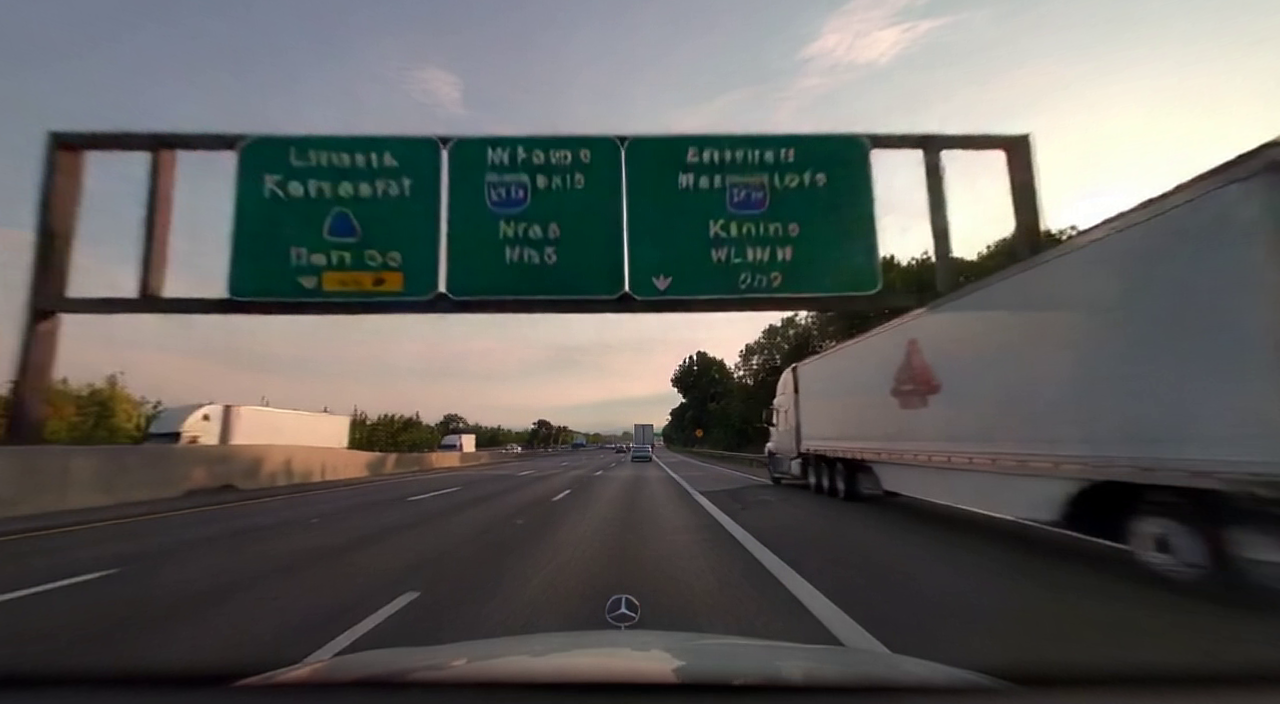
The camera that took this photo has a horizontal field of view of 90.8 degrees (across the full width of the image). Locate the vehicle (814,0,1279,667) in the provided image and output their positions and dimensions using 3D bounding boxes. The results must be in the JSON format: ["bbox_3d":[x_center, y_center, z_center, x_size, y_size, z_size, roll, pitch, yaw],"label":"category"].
[{"bbox_3d":[5.210,0.148,6.136,2.893,4.114,14.332,0,-9,0],"label":"vehicle"}]

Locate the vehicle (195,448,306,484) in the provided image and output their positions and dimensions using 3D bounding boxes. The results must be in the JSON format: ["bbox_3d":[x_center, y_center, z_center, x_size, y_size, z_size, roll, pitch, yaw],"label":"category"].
[{"bbox_3d":[-17.205,5.034,28.214,1.932,1.468,4.590,0,-9,2],"label":"vehicle"}]

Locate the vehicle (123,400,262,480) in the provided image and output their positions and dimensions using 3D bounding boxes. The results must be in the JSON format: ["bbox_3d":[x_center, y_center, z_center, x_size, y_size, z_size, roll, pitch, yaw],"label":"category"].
[{"bbox_3d":[-24.148,4.868,34.543,3.013,3.958,5.954,0,-9,1],"label":"vehicle"}]

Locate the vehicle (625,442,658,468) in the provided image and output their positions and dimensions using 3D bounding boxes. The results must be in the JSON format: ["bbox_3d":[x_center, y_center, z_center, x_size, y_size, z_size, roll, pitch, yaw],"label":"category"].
[{"bbox_3d":[0.072,6.463,39.639,1.972,1.492,3.697,0,-9,0],"label":"vehicle"}]
